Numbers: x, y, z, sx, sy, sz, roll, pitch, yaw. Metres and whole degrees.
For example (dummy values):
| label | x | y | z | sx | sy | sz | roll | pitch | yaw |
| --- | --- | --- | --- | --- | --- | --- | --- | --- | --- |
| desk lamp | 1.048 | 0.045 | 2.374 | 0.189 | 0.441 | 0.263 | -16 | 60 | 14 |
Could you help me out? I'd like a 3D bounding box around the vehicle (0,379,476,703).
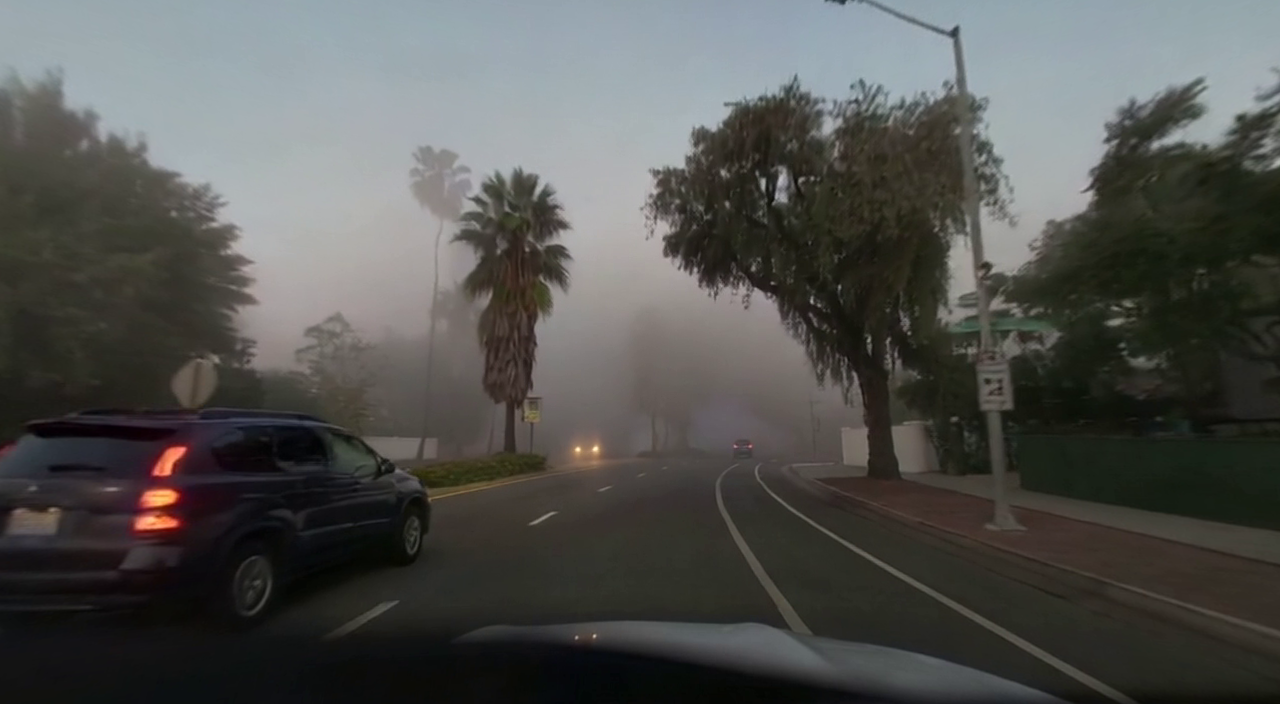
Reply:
| label | x | y | z | sx | sy | sz | roll | pitch | yaw |
| --- | --- | --- | --- | --- | --- | --- | --- | --- | --- |
| vehicle | -3.220 | 1.230 | 5.409 | 2.075 | 1.498 | 4.730 | 0 | -9 | 4 |
